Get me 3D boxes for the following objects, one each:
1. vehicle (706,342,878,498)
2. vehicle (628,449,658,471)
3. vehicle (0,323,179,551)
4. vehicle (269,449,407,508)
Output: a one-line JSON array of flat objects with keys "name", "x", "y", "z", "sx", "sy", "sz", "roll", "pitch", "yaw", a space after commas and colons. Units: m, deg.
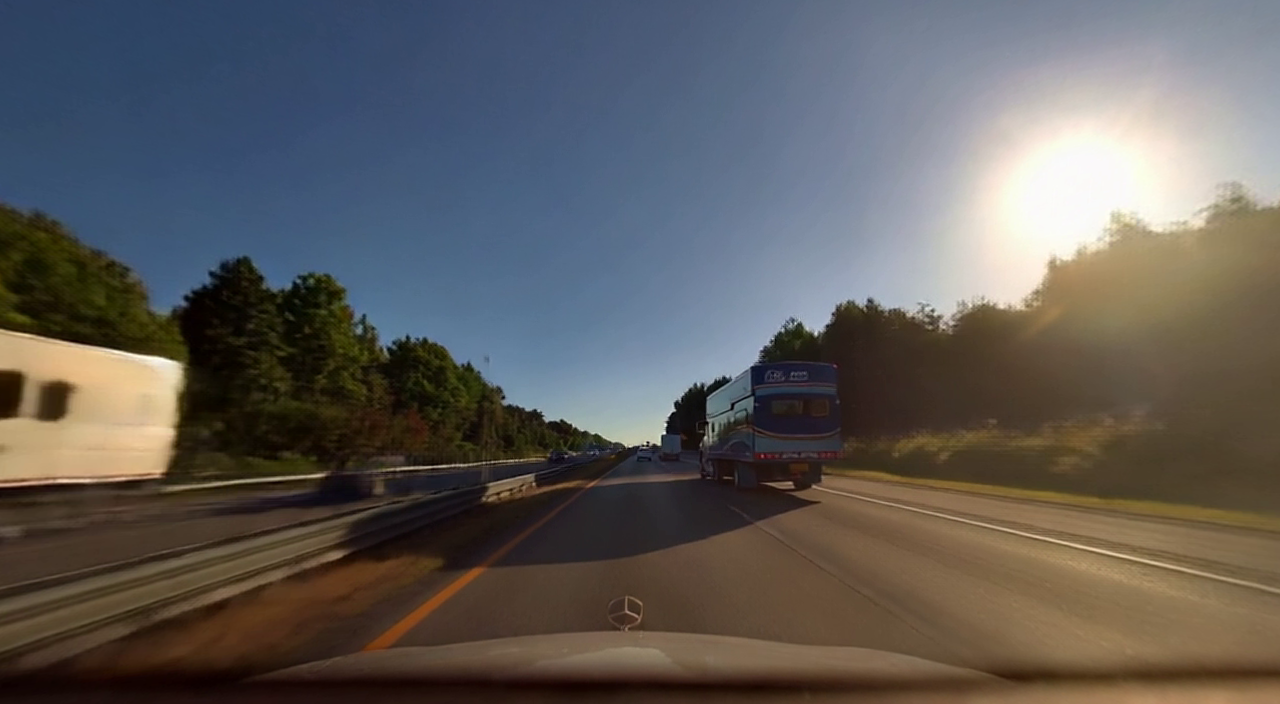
[{"name": "vehicle", "x": 4.747, "y": 2.866, "z": 23.817, "sx": 2.939, "sy": 4.129, "sz": 14.300, "roll": 0, "pitch": -9, "yaw": 0}, {"name": "vehicle", "x": 0.209, "y": 7.223, "z": 42.386, "sx": 1.926, "sy": 1.386, "sz": 3.615, "roll": 0, "pitch": -9, "yaw": 0}, {"name": "vehicle", "x": -13.103, "y": 1.101, "z": 8.561, "sx": 3.130, "sy": 4.067, "sz": 13.915, "roll": 0, "pitch": -9, "yaw": 0}, {"name": "vehicle", "x": -8.714, "y": 3.659, "z": 18.677, "sx": 2.044, "sy": 1.537, "sz": 4.159, "roll": 0, "pitch": -9, "yaw": 0}]
